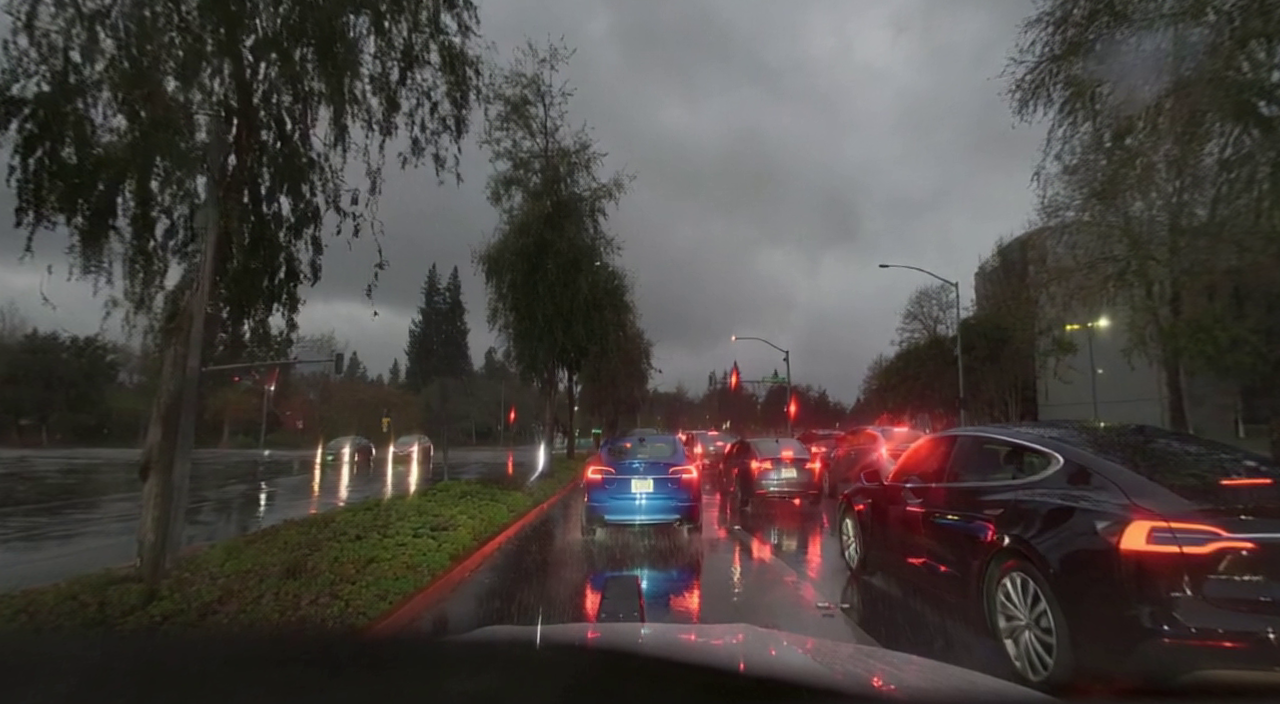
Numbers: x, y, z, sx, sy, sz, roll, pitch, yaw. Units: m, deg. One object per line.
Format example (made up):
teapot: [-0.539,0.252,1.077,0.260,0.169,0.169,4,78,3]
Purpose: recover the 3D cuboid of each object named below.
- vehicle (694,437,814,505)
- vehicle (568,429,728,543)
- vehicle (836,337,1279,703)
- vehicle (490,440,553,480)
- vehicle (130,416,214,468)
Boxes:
vehicle: [2.685,2.927,16.032,2.058,1.466,4.208,0,-8,-3]
vehicle: [0.019,2.106,10.640,2.147,1.499,4.240,0,-8,-2]
vehicle: [3.187,1.104,4.298,2.167,1.676,4.443,0,-8,-1]
vehicle: [-4.650,4.292,25.333,1.972,1.457,4.171,0,-8,-4]
vehicle: [-29.293,5.627,39.687,2.608,2.990,3.026,2,-8,2]
